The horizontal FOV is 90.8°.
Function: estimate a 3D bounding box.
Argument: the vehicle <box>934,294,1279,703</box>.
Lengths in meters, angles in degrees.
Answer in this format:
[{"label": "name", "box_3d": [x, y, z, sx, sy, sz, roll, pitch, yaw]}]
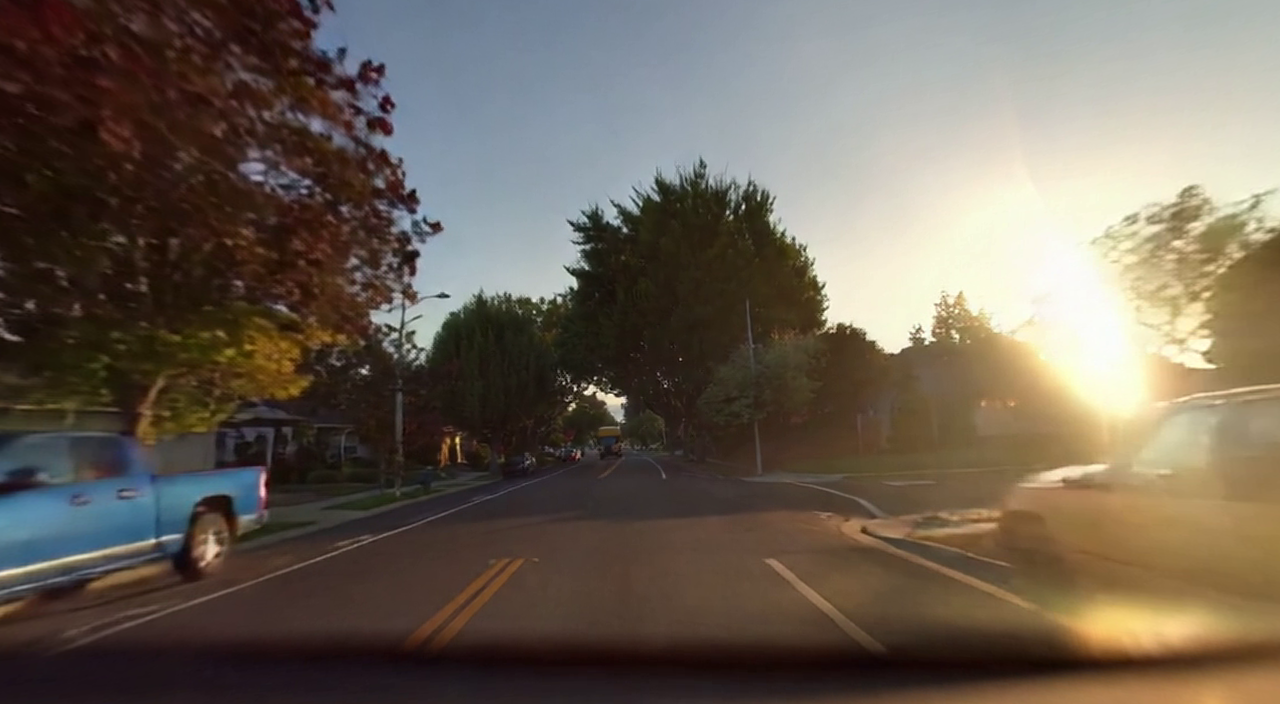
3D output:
[{"label": "vehicle", "box_3d": [3.421, 0.696, 2.153, 2.235, 1.826, 5.321, 0, -9, 0]}]

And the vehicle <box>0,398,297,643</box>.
[{"label": "vehicle", "box_3d": [-6.567, 1.669, 6.930, 2.302, 2.059, 5.758, 0, -9, 1]}]

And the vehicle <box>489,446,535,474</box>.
[{"label": "vehicle", "box_3d": [-8.739, 7.418, 43.632, 2.119, 1.775, 4.643, 0, -9, 1]}]
